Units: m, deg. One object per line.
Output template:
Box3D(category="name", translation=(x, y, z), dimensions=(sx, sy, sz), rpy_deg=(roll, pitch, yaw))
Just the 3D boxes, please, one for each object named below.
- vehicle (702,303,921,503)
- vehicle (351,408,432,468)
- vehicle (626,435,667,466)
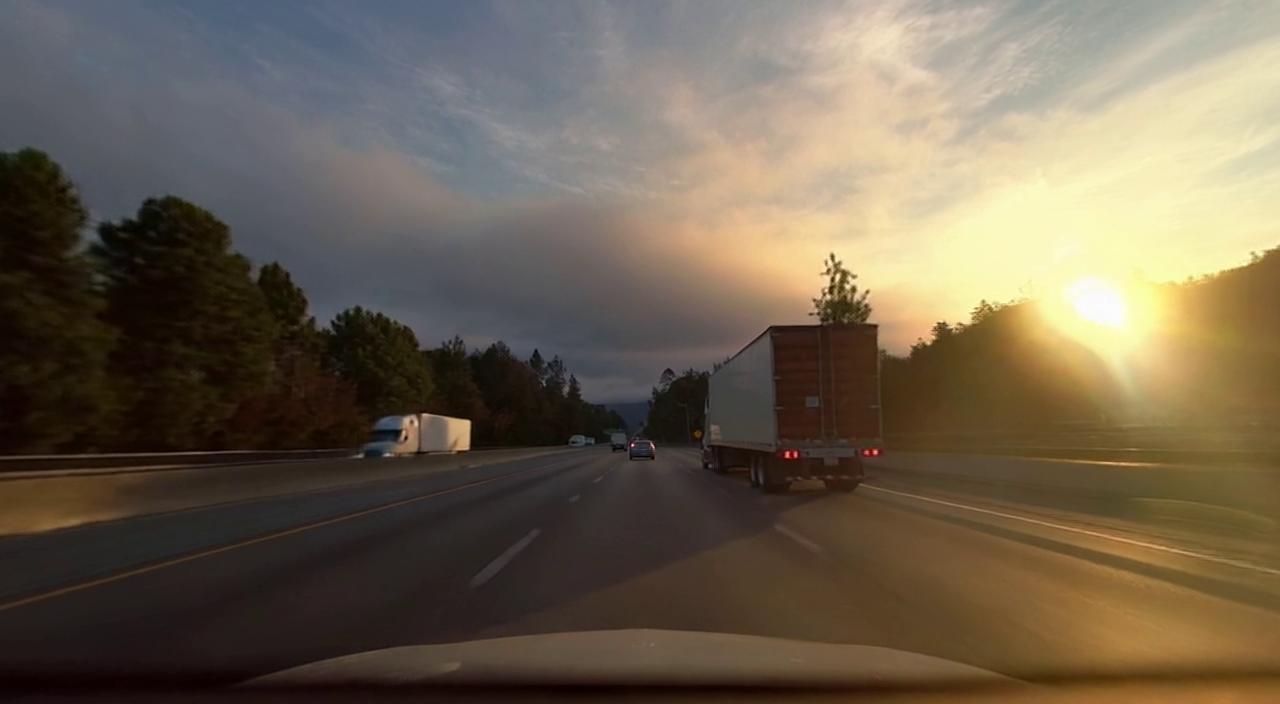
Box3D(category="vehicle", translation=(4.210, 1.997, 20.067), dimensions=(3.005, 4.131, 14.221), rpy_deg=(0, -8, 0))
Box3D(category="vehicle", translation=(-18.794, 6.625, 48.246), dimensions=(3.210, 4.212, 7.175), rpy_deg=(0, -8, 0))
Box3D(category="vehicle", translation=(0.416, 5.572, 35.762), dimensions=(2.139, 1.607, 4.034), rpy_deg=(-1, -8, 3))
